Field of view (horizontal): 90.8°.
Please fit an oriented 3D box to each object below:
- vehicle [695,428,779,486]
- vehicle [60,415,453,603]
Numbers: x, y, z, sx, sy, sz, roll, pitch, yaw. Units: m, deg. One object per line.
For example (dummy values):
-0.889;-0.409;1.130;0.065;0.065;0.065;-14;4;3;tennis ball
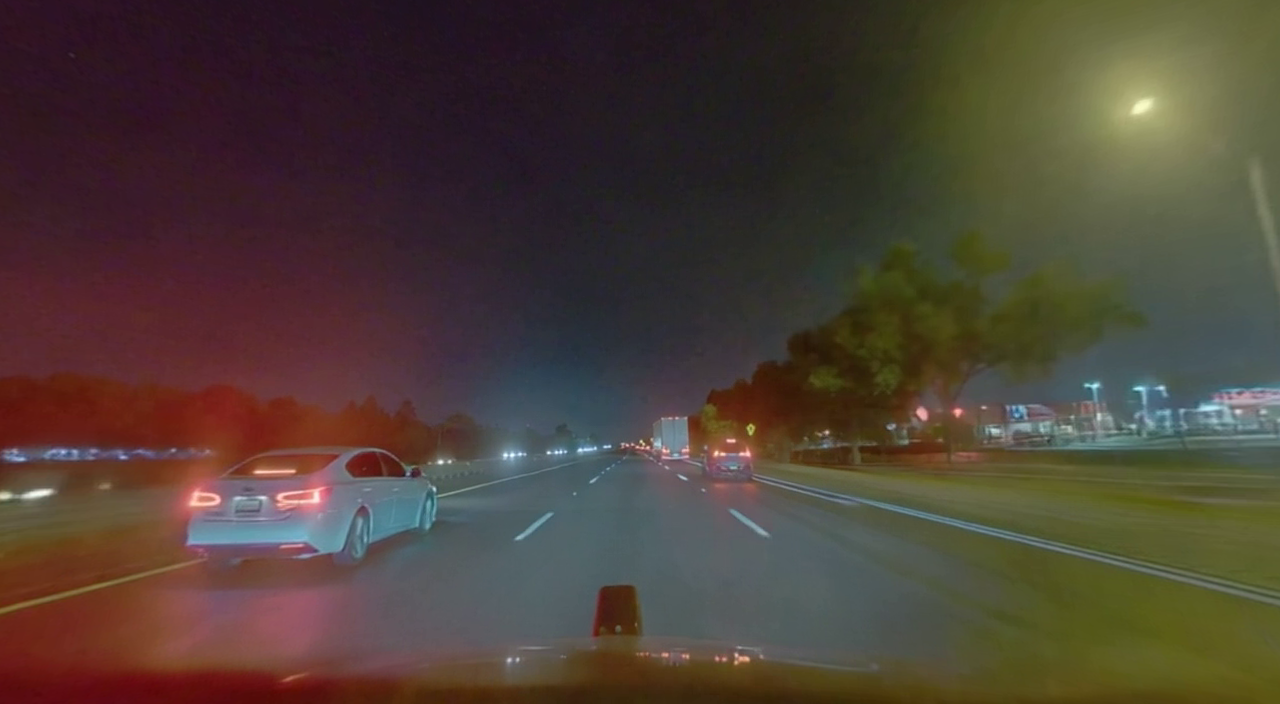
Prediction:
3.193;3.559;21.753;2.065;1.760;4.488;0;-8;-1;vehicle
-4.014;1.701;7.883;1.903;1.607;4.770;0;-8;0;vehicle
